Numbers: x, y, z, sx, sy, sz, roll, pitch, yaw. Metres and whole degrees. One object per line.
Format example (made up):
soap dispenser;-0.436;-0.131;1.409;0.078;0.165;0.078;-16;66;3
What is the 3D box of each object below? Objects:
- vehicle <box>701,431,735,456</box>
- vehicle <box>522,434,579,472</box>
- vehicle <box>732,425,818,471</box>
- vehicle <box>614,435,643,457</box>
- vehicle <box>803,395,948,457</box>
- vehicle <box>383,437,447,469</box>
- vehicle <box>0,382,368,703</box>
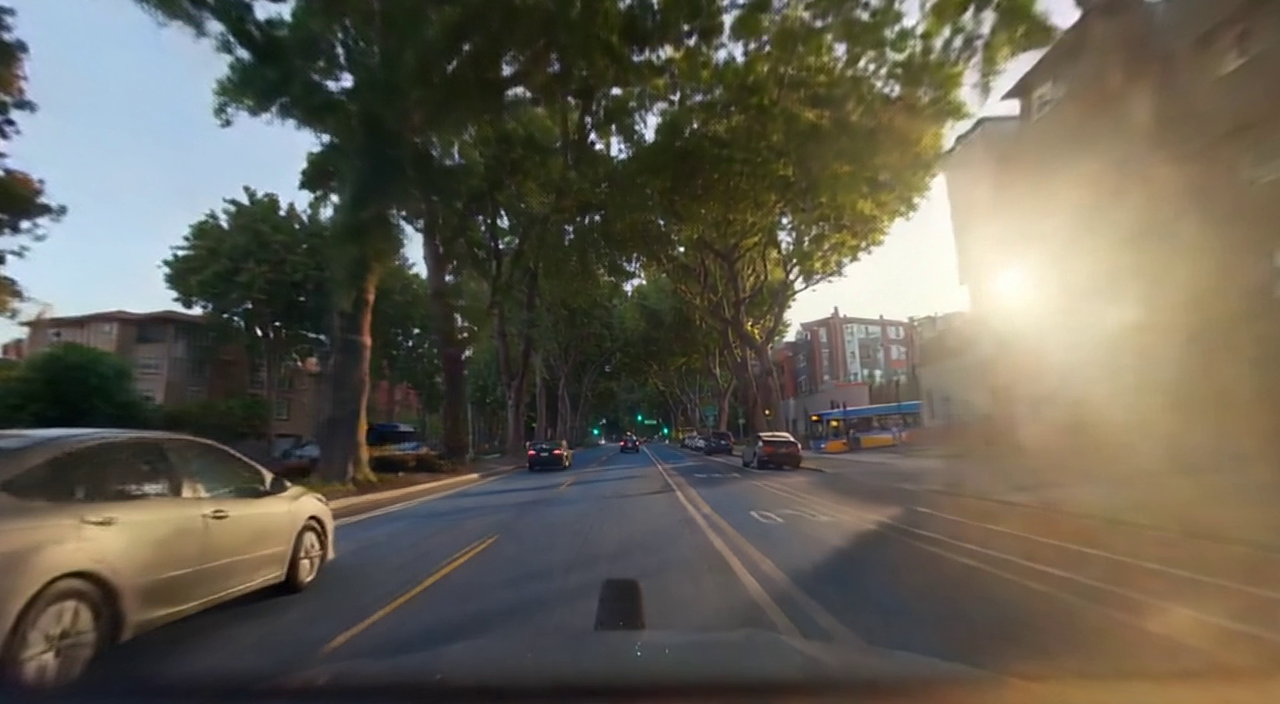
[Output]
vehicle;5.848;6.939;47.817;1.945;1.829;4.305;0;-9;-2
vehicle;-3.857;4.418;27.892;1.934;1.522;4.287;0;-9;0
vehicle;5.859;4.291;28.357;2.390;1.816;6.050;0;-9;-1
vehicle;-0.798;6.806;45.599;1.999;1.520;3.896;0;-9;-1
vehicle;14.787;4.715;40.092;7.722;2.908;3.067;-6;-7;-4
vehicle;-11.990;5.406;33.958;1.822;1.549;4.325;0;-9;0
vehicle;-3.675;1.102;3.980;1.995;1.524;4.438;0;-9;-1
